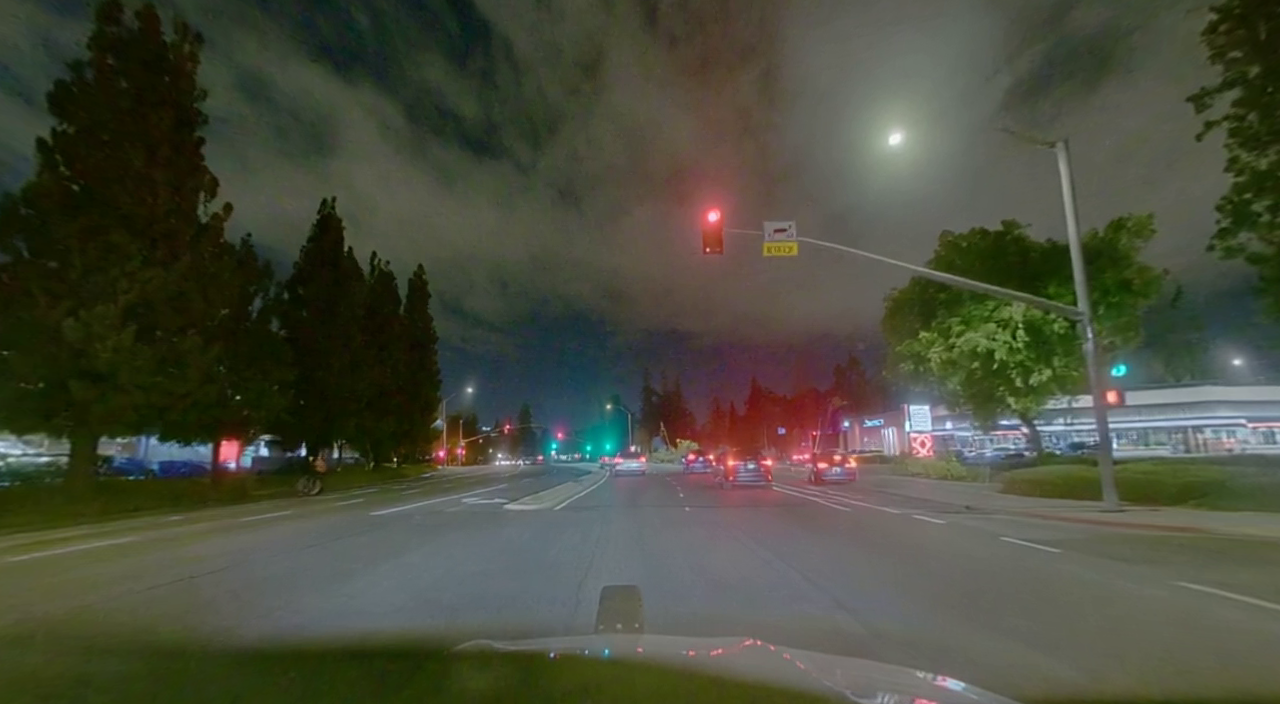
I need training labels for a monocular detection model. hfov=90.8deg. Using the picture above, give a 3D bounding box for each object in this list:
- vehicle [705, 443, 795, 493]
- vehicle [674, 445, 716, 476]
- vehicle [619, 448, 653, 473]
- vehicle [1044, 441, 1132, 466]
[{"bbox_3d":[3.759,4.034,22.345,1.966,1.596,3.980,1,-9,-8],"label":"vehicle"},{"bbox_3d":[3.304,6.596,38.724,2.046,1.768,4.370,0,-9,-2],"label":"vehicle"},{"bbox_3d":[-0.291,6.993,40.830,2.068,1.512,3.987,0,-9,-2],"label":"vehicle"},{"bbox_3d":[32.987,7.475,46.610,4.894,1.710,2.075,0,-8,0],"label":"vehicle"}]
